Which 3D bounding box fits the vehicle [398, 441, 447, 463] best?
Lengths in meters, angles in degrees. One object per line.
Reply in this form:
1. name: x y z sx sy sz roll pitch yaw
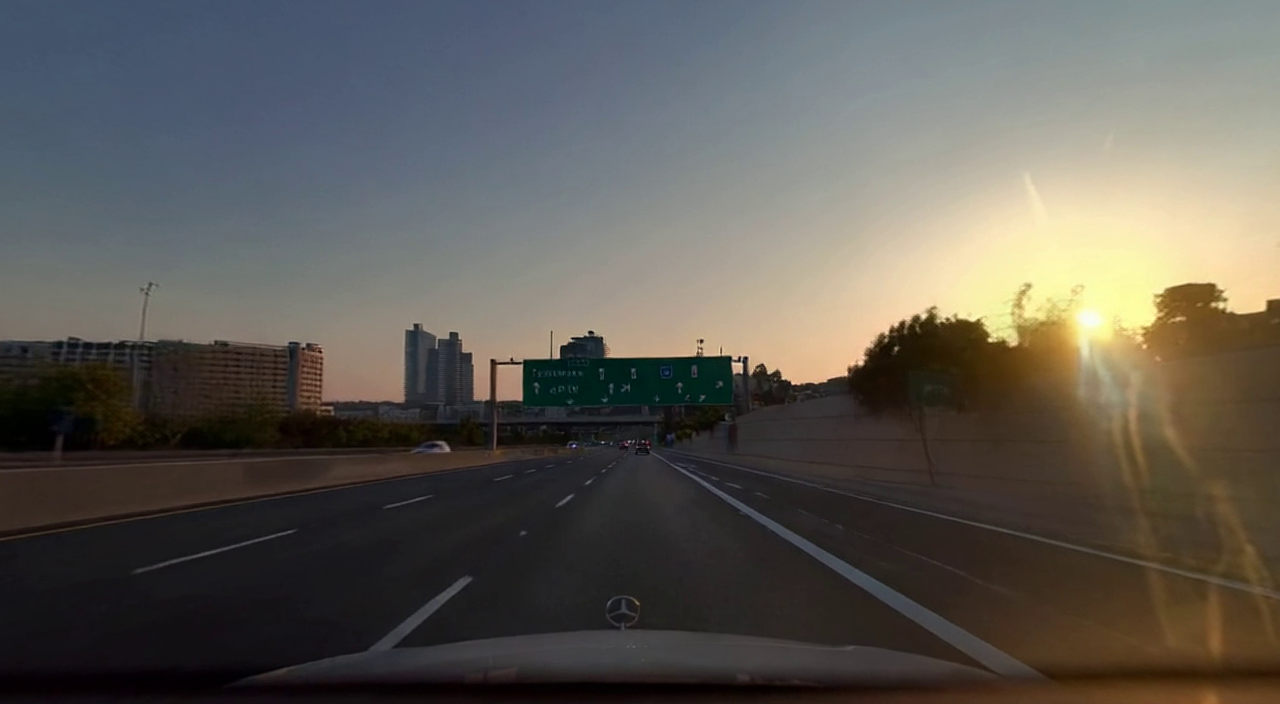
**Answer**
1. vehicle: -16.211 7.494 47.321 2.130 1.507 4.361 0 -9 0
